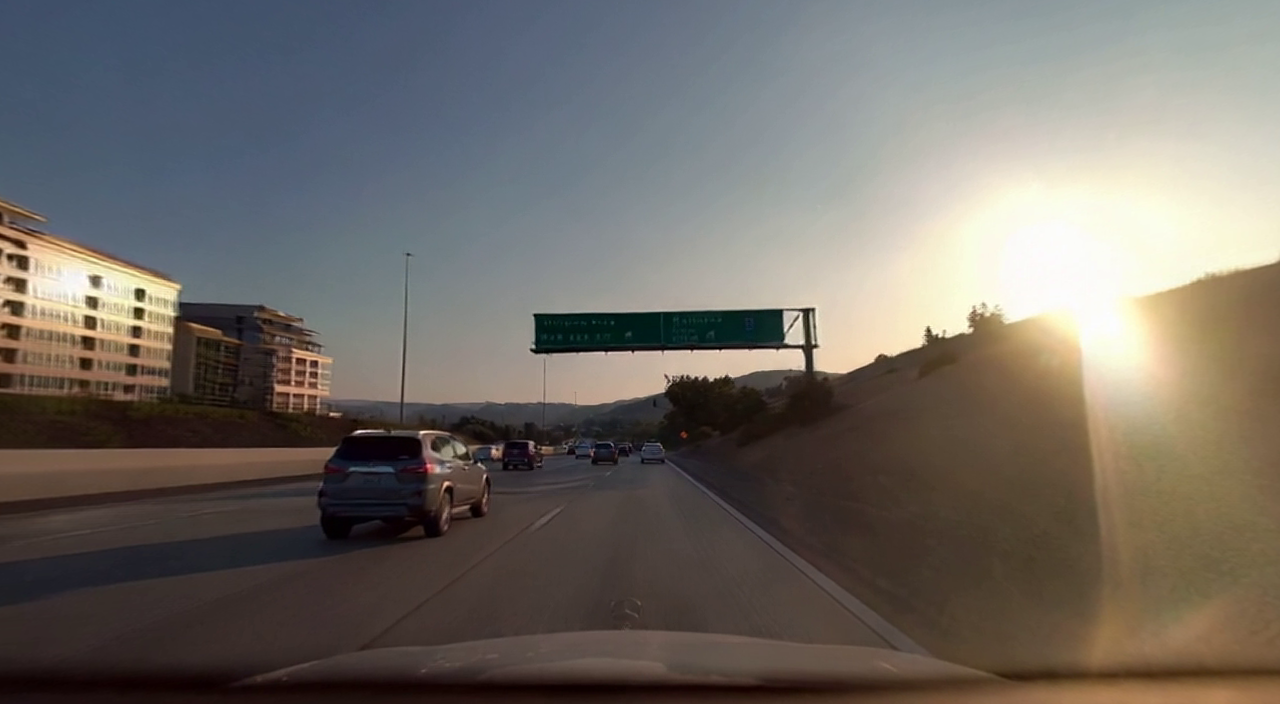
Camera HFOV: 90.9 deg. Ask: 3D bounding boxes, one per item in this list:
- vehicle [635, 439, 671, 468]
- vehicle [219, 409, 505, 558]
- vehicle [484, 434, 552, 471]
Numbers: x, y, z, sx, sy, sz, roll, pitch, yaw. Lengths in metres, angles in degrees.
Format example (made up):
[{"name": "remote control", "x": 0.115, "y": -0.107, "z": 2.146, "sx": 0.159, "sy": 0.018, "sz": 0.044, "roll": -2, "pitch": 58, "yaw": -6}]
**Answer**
[{"name": "vehicle", "x": 0.783, "y": 6.428, "z": 40.158, "sx": 2.135, "sy": 1.697, "sz": 4.757, "roll": 0, "pitch": -8, "yaw": 0}, {"name": "vehicle", "x": -3.783, "y": 1.898, "z": 9.868, "sx": 2.136, "sy": 1.718, "sz": 4.873, "roll": 0, "pitch": -8, "yaw": 2}, {"name": "vehicle", "x": -6.732, "y": 5.628, "z": 35.537, "sx": 2.521, "sy": 1.901, "sz": 5.988, "roll": 0, "pitch": -8, "yaw": 1}]
